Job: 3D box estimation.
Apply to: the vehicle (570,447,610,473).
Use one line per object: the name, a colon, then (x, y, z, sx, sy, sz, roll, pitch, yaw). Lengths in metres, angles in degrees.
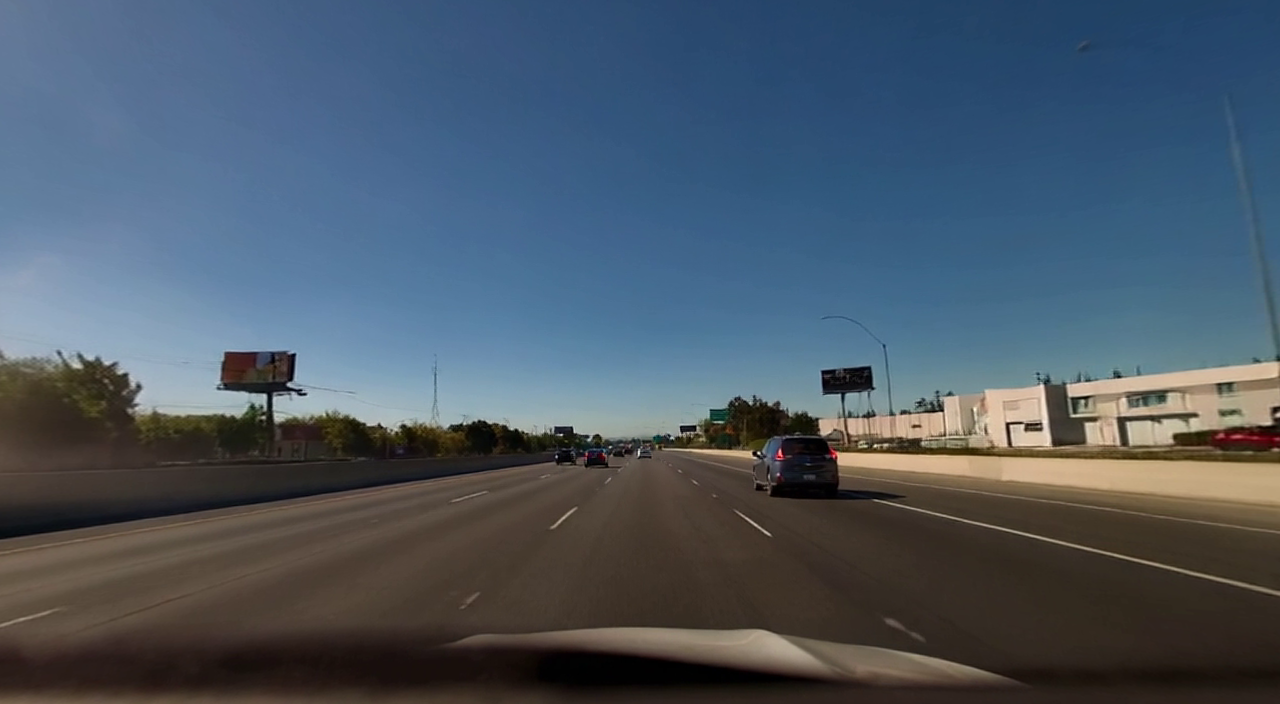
vehicle: (-3.091, 6.808, 39.949, 2.139, 1.510, 4.506, 0, -9, 0)

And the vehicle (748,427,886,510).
vehicle: (4.234, 2.889, 16.050, 2.109, 1.764, 4.704, 0, -9, 0)
